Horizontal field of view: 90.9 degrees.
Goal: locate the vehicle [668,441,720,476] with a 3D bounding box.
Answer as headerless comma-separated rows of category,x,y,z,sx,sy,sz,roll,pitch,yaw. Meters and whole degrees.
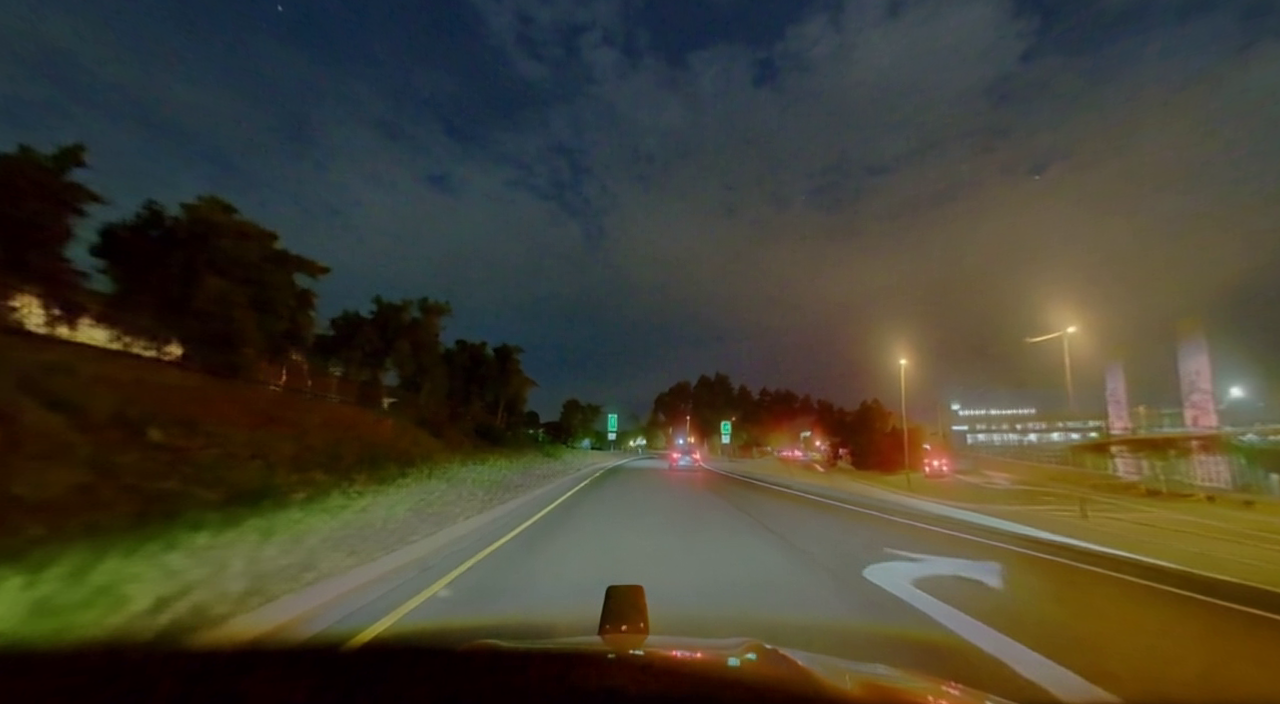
vehicle,2.382,4.818,28.800,1.956,1.473,4.640,0,-8,0
